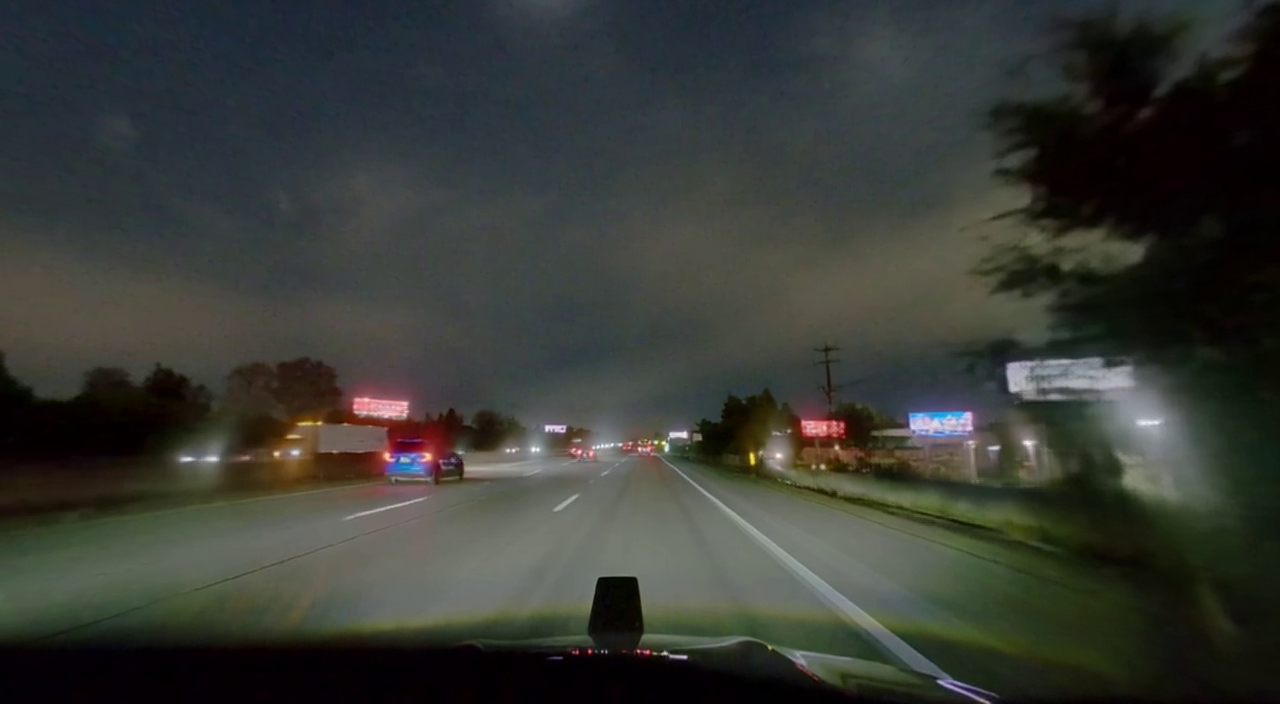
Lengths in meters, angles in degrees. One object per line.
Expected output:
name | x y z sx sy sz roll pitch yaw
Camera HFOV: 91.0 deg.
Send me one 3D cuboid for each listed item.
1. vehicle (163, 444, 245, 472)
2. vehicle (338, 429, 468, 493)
vehicle | -28.453 6.909 41.334 2.043 1.658 4.568 0 -9 1
vehicle | -7.089 3.319 19.518 2.055 1.683 4.804 0 -9 1
